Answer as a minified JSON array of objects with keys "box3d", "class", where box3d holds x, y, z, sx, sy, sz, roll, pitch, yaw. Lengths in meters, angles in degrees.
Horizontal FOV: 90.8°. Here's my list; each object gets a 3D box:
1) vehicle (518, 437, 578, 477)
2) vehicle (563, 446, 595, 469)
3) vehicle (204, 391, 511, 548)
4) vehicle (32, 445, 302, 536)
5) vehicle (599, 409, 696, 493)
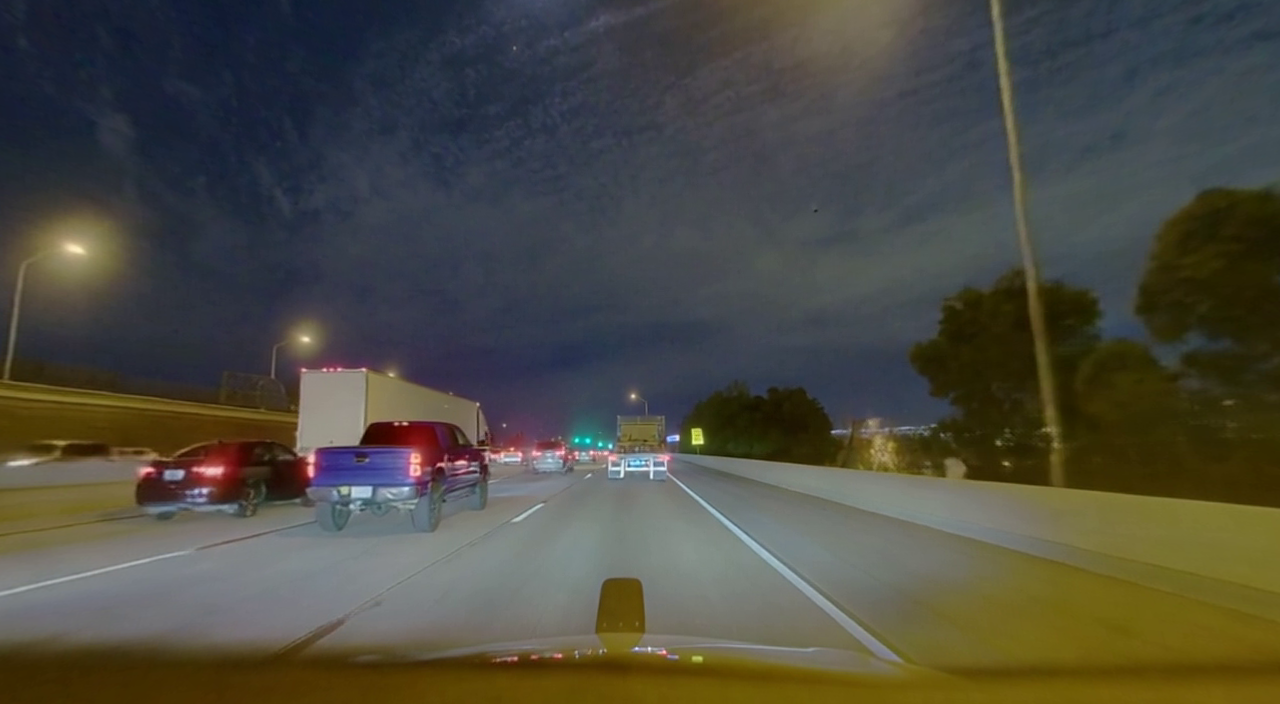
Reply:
[{"box3d":[-4.655,5.399,32.773,2.329,1.859,4.823,0,-9,0],"class":"vehicle"},{"box3d":[-4.229,7.353,44.097,1.948,1.494,4.157,0,-9,-2],"class":"vehicle"},{"box3d":[-4.165,1.915,10.908,2.575,1.958,5.730,0,-9,1],"class":"vehicle"},{"box3d":[-8.631,2.515,12.121,1.893,1.409,4.154,-1,-9,1],"class":"vehicle"},{"box3d":[0.114,3.529,22.779,2.886,2.471,7.692,0,-9,-2],"class":"vehicle"}]
